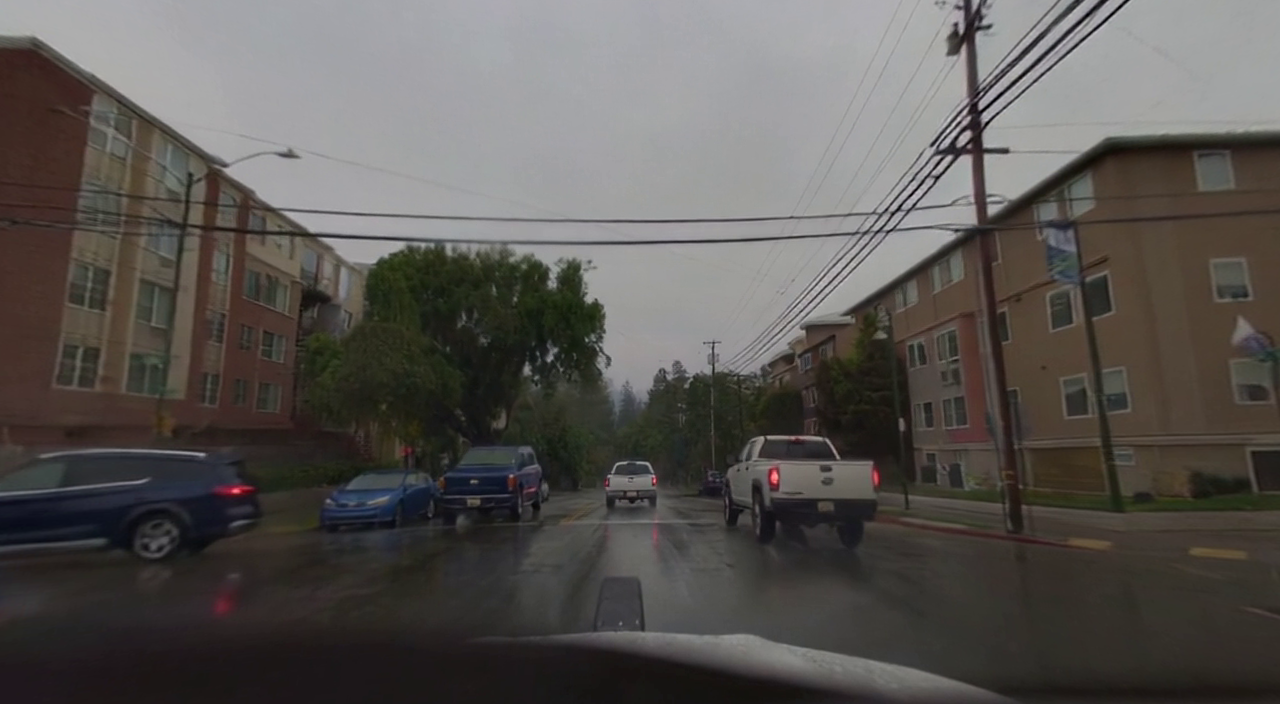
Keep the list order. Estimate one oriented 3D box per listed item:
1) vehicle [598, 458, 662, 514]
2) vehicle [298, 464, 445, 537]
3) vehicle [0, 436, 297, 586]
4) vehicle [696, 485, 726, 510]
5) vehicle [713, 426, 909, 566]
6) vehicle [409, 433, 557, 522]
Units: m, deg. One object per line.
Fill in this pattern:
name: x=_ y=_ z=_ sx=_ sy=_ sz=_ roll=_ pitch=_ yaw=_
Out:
vehicle: x=-0.339 y=5.350 z=24.908 sx=2.308 sy=1.940 sz=4.125 roll=-1 pitch=-14 yaw=1
vehicle: x=-6.662 y=3.698 z=16.281 sx=1.881 sy=1.464 sz=4.379 roll=0 pitch=-8 yaw=0
vehicle: x=-7.381 y=1.985 z=8.360 sx=4.564 sy=1.696 sz=2.024 roll=3 pitch=-9 yaw=-16
vehicle: x=5.153 y=10.593 z=46.137 sx=1.725 sy=1.442 sz=3.740 roll=0 pitch=-8 yaw=0
vehicle: x=2.657 y=2.347 z=11.217 sx=2.027 sy=1.907 sz=4.736 roll=0 pitch=-8 yaw=-2
vehicle: x=-3.705 y=3.338 z=16.421 sx=2.330 sy=1.859 sz=6.068 roll=0 pitch=-13 yaw=-1
